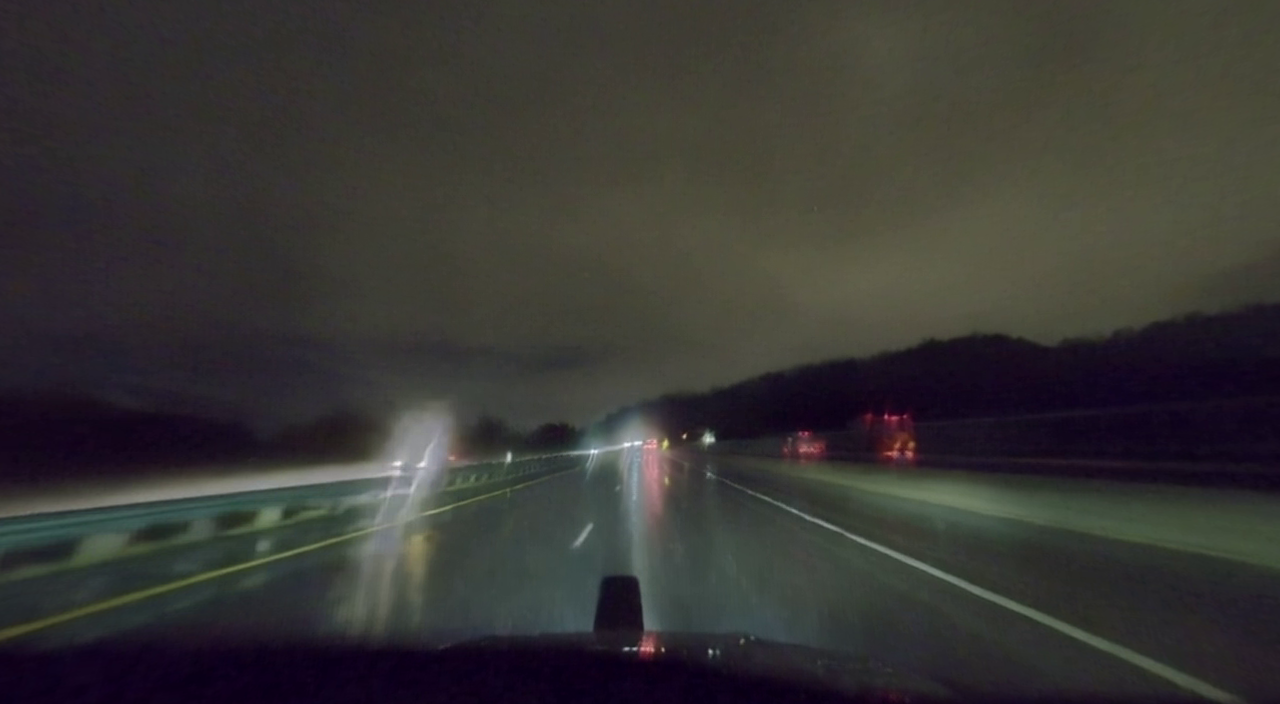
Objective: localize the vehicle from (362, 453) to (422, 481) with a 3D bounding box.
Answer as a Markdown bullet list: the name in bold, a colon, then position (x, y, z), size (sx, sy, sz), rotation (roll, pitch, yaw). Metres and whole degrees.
- **vehicle**: position (-14.991, 6.938, 38.114), size (1.864, 1.520, 4.137), rotation (-1, -9, 2)
